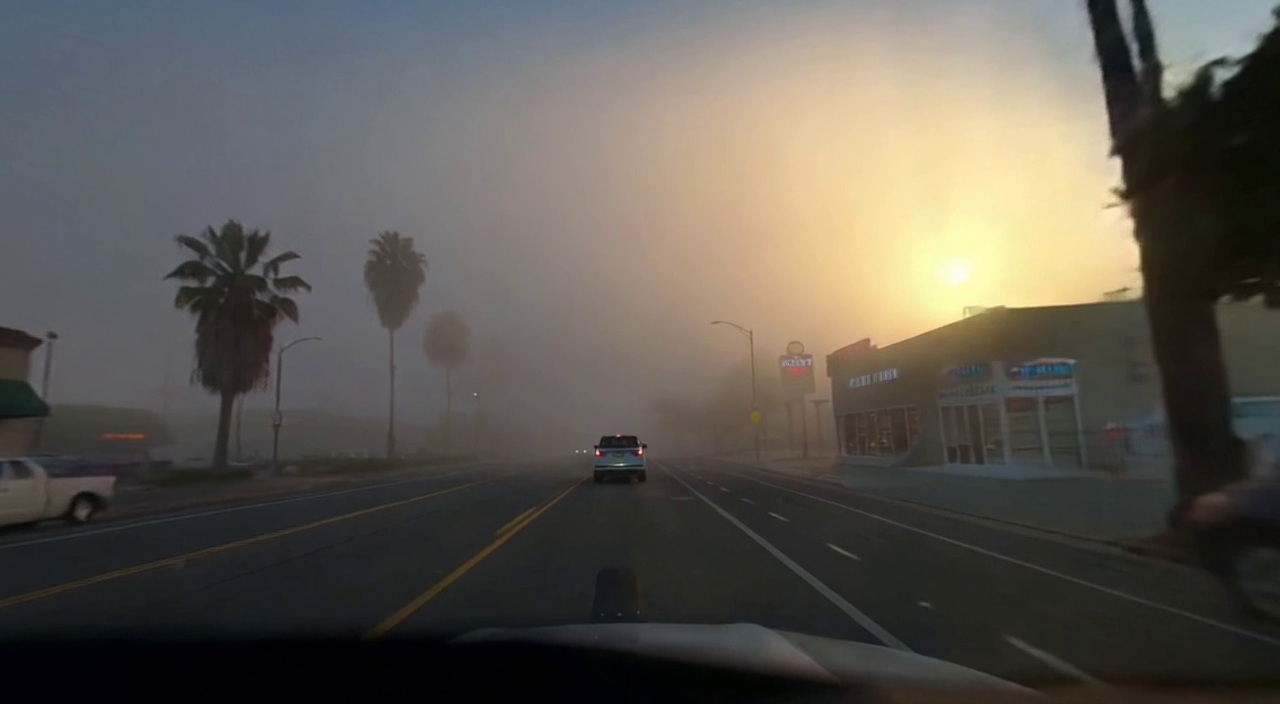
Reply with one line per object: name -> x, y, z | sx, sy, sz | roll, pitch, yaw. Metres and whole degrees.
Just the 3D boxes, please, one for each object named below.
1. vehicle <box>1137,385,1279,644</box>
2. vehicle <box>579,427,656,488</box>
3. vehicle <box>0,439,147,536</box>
vehicle -> 5.766, 1.036, 3.457 | 2.186, 1.861, 4.678 | 1, -8, -1
vehicle -> -0.675, 3.390, 20.451 | 2.239, 1.763, 4.096 | 0, -8, -1
vehicle -> -13.489, 2.855, 13.312 | 2.296, 1.847, 4.856 | -3, -8, -2
